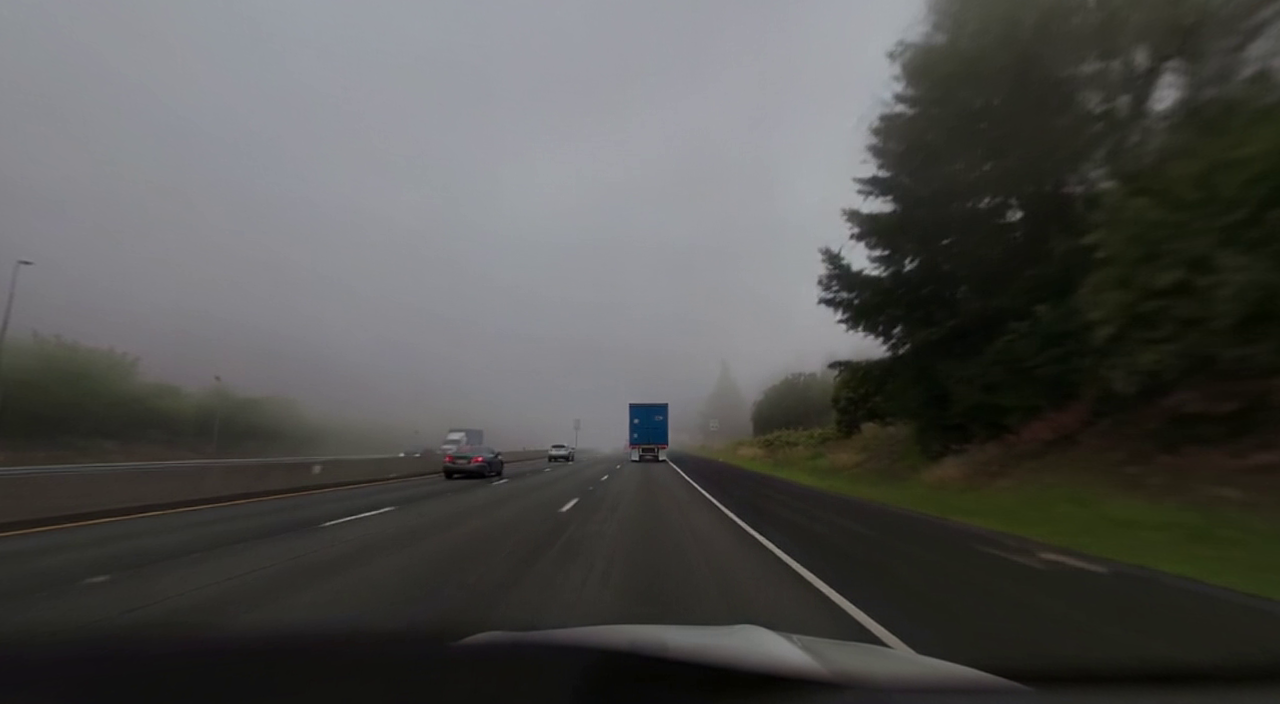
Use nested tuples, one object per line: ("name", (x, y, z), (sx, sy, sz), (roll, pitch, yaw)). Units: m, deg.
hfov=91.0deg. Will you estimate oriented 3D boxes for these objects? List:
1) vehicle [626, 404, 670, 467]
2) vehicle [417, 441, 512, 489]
("vehicle", (0.653, 6.695, 49.502), (2.918, 4.124, 14.567), (0, -9, 1))
("vehicle", (-6.133, 3.987, 22.662), (2.017, 1.517, 4.766), (0, -9, 0))
